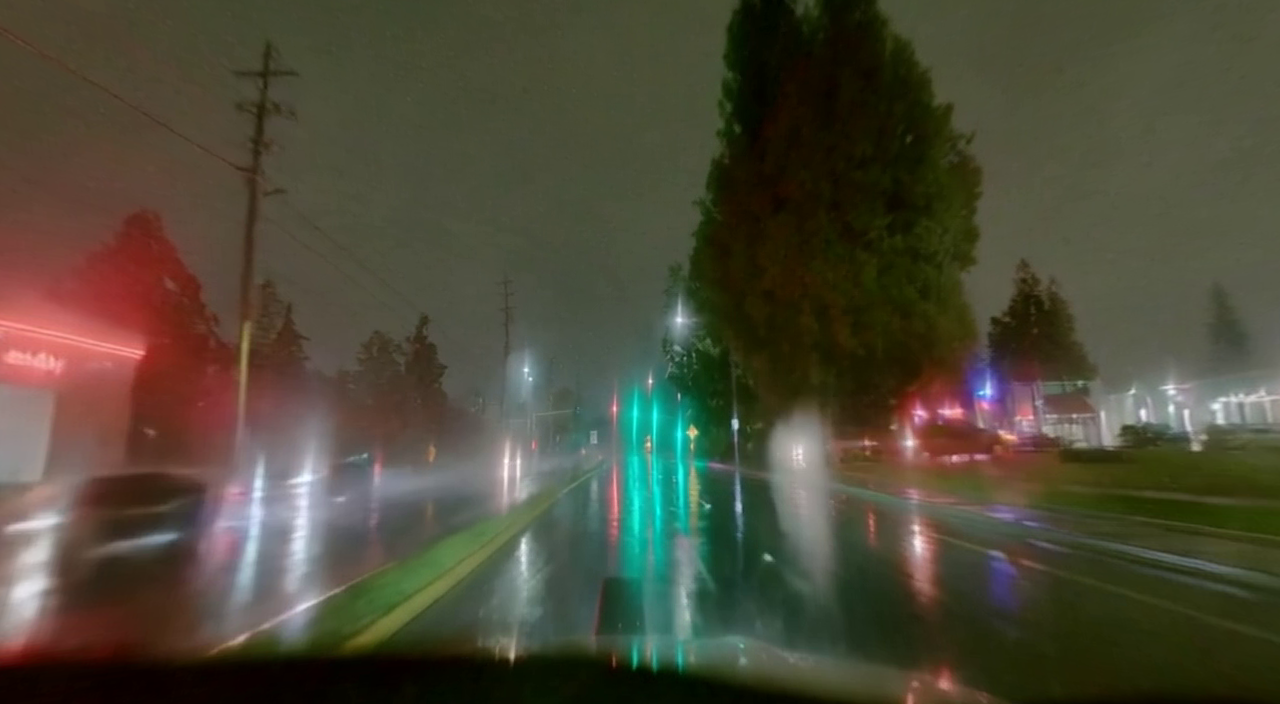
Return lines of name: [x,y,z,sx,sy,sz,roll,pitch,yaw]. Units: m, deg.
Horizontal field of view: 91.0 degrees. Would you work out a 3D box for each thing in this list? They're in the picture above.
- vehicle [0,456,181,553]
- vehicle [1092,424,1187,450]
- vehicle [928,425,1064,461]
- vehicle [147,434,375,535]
vehicle: [-10.755,2.746,11.694,1.688,1.419,3.783,-5,-8,-1]
vehicle: [29.614,5.118,37.526,1.749,1.436,4.792,0,-9,0]
vehicle: [16.328,4.211,29.050,4.947,1.587,2.133,0,-9,-2]
vehicle: [-7.721,2.694,13.551,2.129,1.649,4.647,-3,-8,-1]
